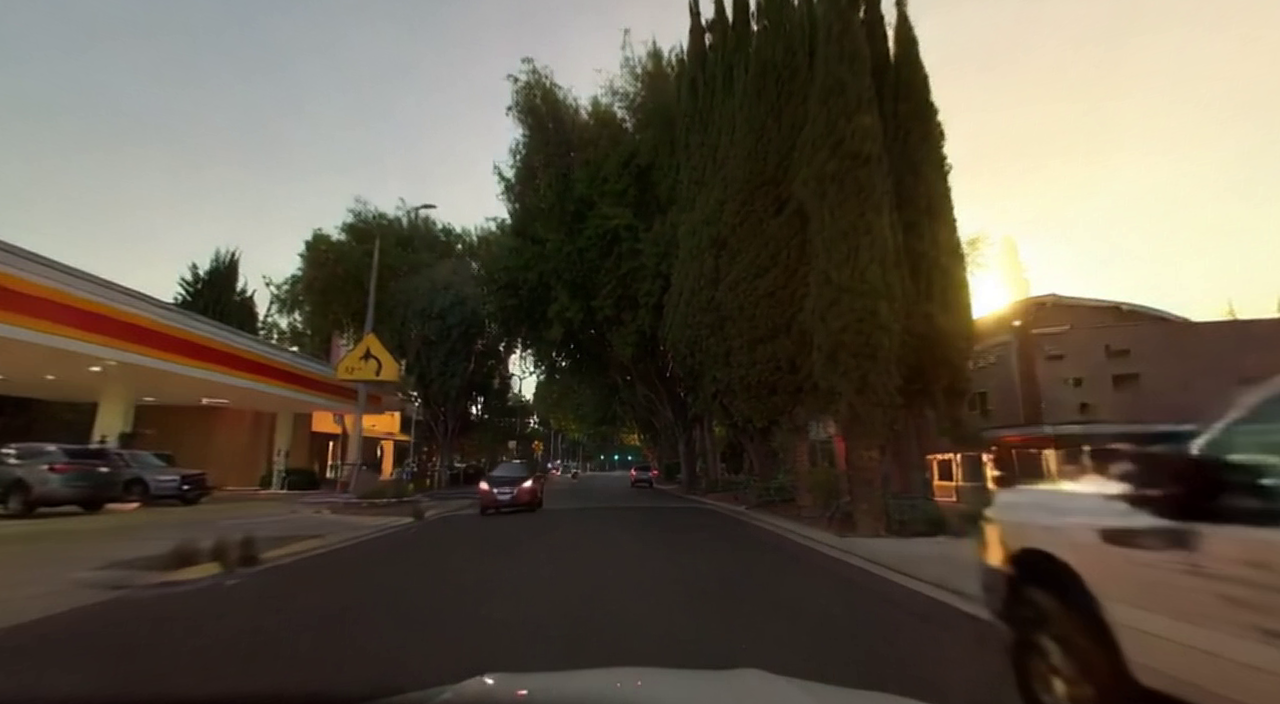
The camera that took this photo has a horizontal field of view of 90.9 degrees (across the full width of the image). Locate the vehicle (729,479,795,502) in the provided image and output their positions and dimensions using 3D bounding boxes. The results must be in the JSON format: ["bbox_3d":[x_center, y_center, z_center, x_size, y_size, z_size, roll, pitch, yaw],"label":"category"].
[{"bbox_3d":[8.538,9.769,44.382,4.169,1.474,1.850,2,-11,-6],"label":"vehicle"}]

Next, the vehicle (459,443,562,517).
[{"bbox_3d":[-3.713,3.820,19.023,2.165,1.889,4.825,1,-10,-1],"label":"vehicle"}]

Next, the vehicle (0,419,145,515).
[{"bbox_3d":[-13.854,2.546,14.255,2.062,1.889,4.115,1,-9,-4],"label":"vehicle"}]

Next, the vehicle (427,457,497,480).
[{"bbox_3d":[-13.390,8.826,47.555,2.006,1.641,4.575,-10,-15,43],"label":"vehicle"}]

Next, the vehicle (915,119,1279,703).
[{"bbox_3d":[3.228,0.360,0.860,2.472,2.484,6.609,1,-10,-2],"label":"vehicle"}]
